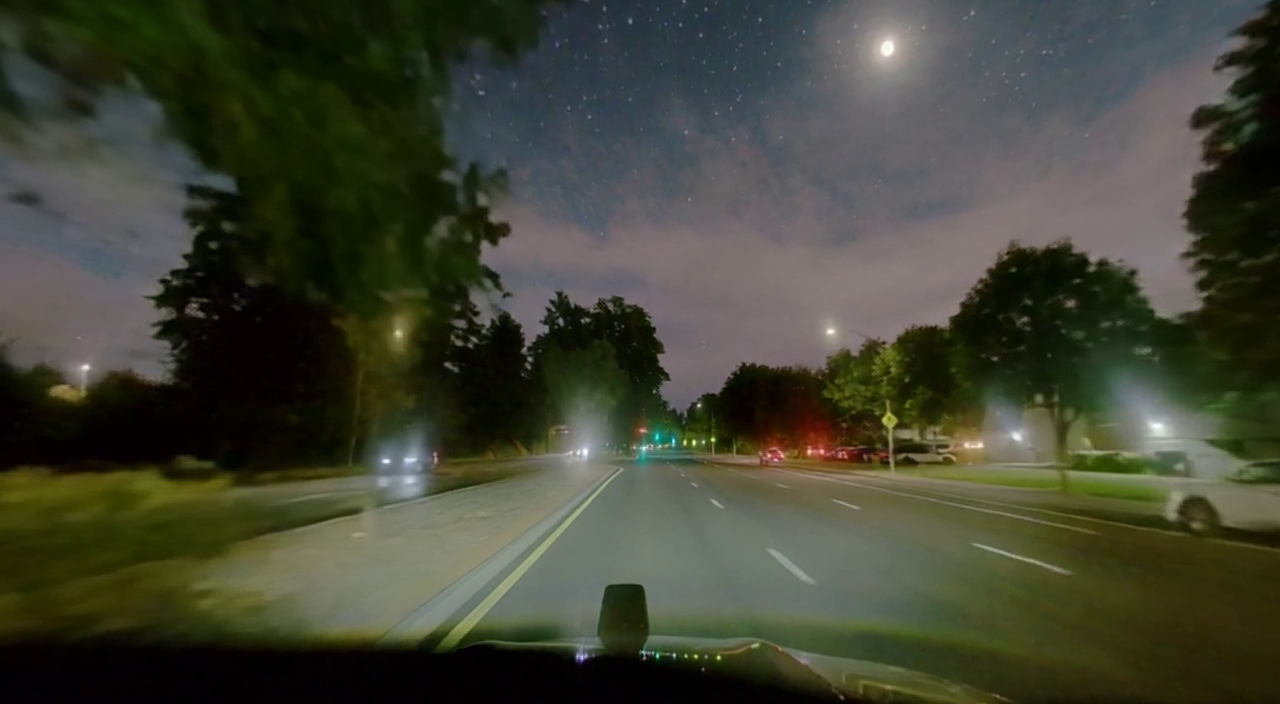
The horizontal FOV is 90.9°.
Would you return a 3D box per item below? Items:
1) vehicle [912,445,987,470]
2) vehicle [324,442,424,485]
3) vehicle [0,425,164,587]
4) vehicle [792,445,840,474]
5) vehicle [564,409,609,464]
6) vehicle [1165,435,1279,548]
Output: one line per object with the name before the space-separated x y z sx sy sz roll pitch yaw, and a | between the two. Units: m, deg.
vehicle | 22.854 7.811 46.733 4.570 1.521 2.029 2 -8 7
vehicle | -10.630 4.469 25.631 1.988 1.556 4.910 0 -8 -1
vehicle | -7.434 1.570 6.463 1.934 1.619 3.991 0 -8 0
vehicle | 11.570 7.055 41.705 1.976 1.780 4.352 0 -8 1
vehicle | -3.784 6.121 45.523 3.008 3.786 3.422 0 -9 -1
vehicle | 11.681 2.359 10.294 2.178 1.858 4.726 4 -9 0
